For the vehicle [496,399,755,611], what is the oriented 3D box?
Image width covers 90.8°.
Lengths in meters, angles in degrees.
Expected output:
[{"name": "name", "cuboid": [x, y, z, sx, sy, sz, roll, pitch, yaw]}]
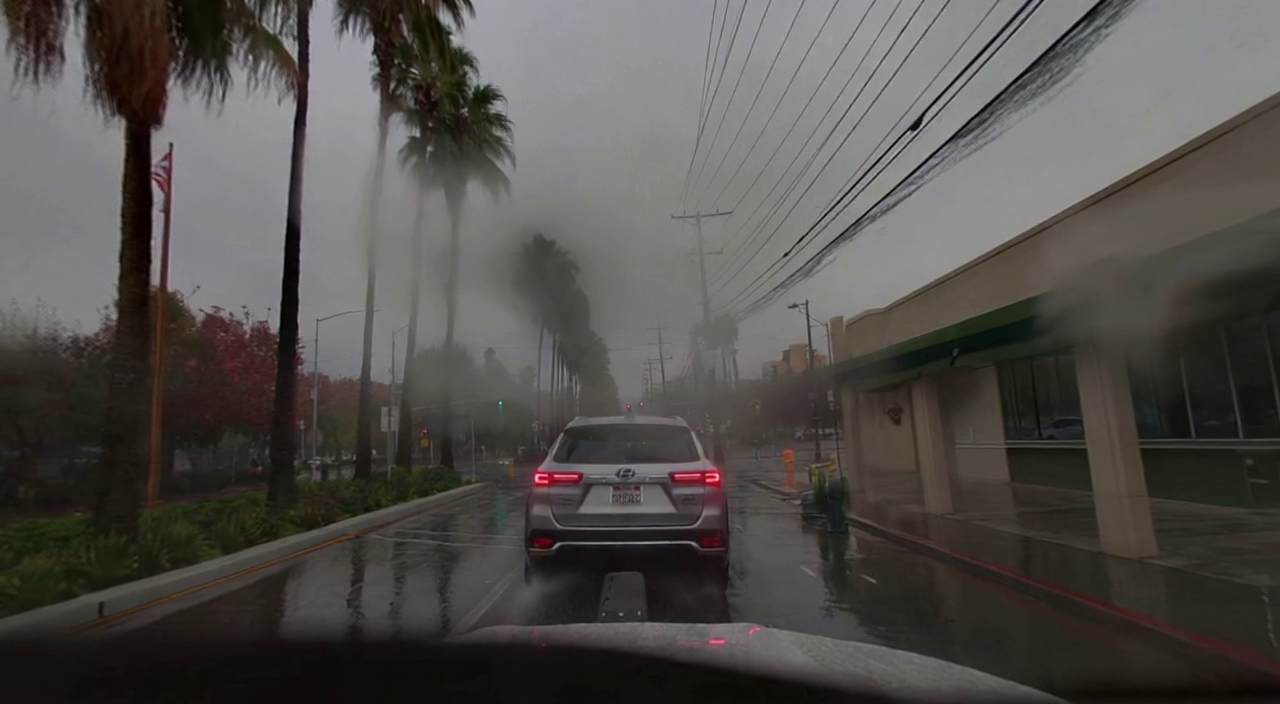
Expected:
[{"name": "vehicle", "cuboid": [-0.201, 1.517, 7.107, 2.105, 1.702, 3.750, 0, -8, -3]}]
